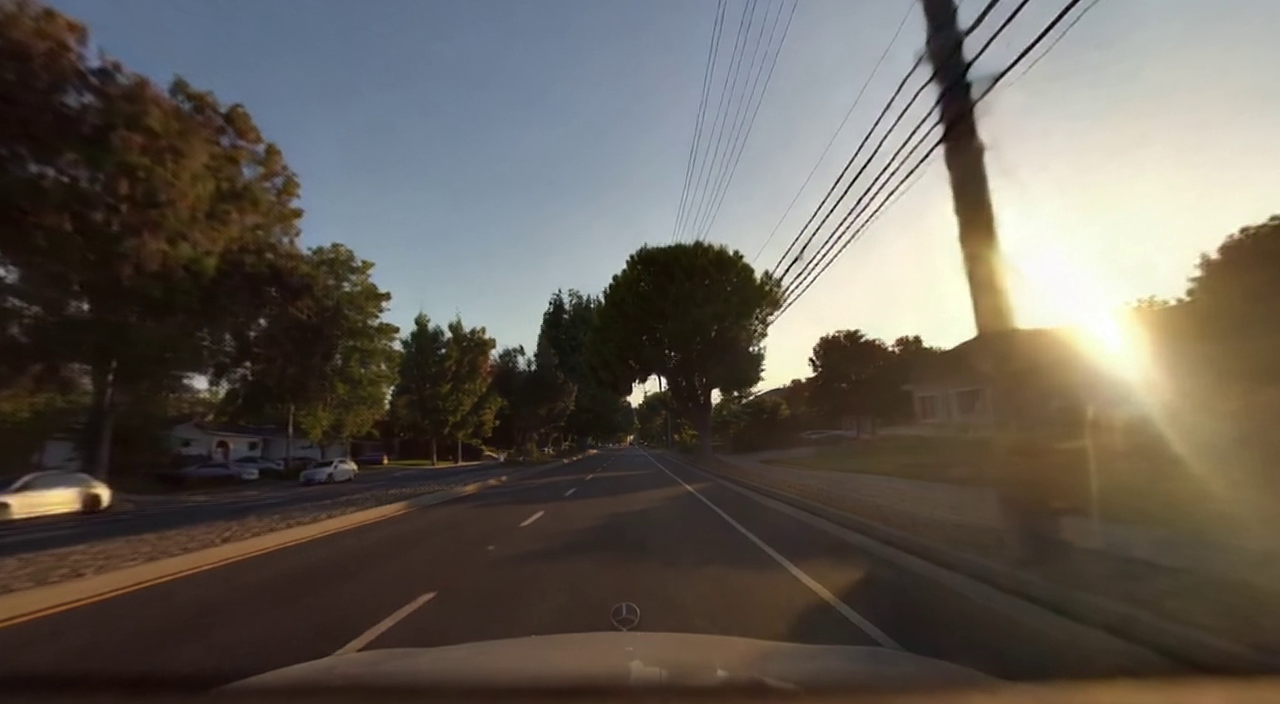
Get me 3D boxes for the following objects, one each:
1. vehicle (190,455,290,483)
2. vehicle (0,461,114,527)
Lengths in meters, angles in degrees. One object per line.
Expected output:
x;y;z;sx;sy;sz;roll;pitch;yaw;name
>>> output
-22.515;6.575;35.642;4.243;1.455;2.005;0;-9;1;vehicle
-15.945;3.604;15.699;2.018;1.449;4.384;-7;-9;0;vehicle
